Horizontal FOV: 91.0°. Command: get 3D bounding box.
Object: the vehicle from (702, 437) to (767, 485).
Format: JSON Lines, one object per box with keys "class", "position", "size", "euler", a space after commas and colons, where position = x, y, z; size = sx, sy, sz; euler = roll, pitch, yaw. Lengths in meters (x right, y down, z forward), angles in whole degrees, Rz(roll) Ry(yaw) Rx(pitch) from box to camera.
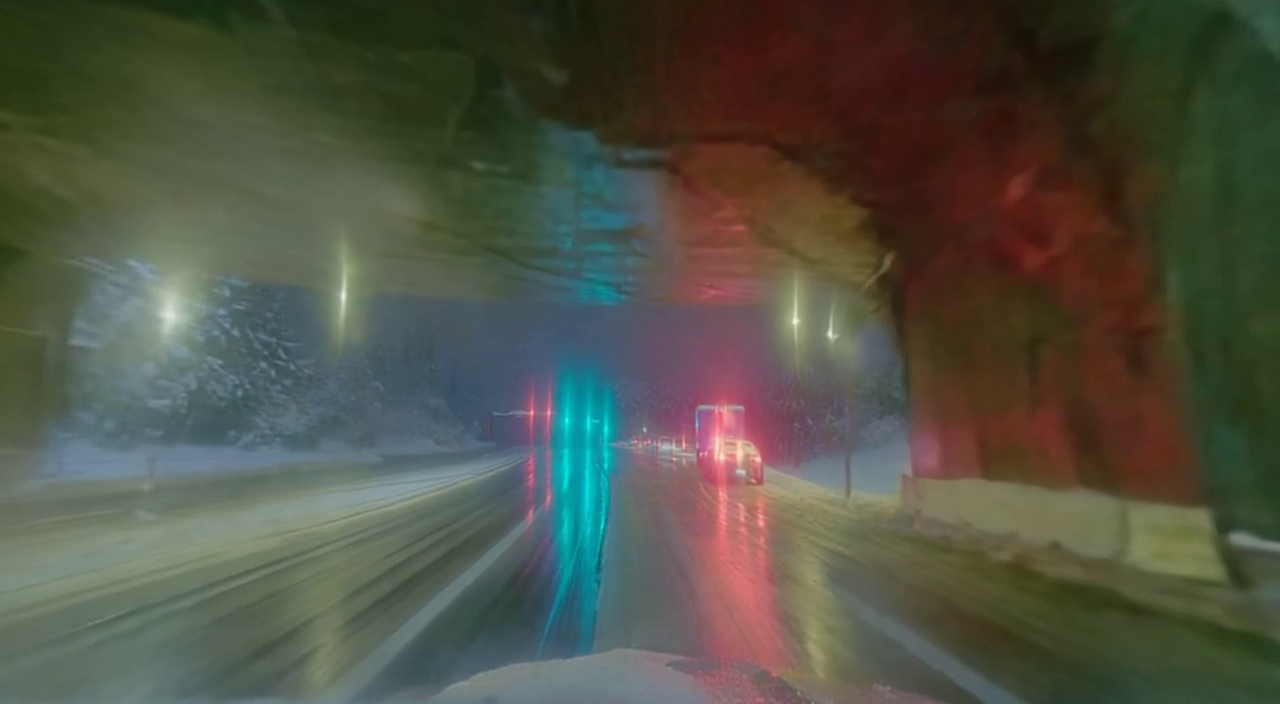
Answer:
{"class": "vehicle", "position": [3.153, 3.689, 21.712], "size": [1.947, 1.475, 3.962], "euler": [-1, -8, 5]}
